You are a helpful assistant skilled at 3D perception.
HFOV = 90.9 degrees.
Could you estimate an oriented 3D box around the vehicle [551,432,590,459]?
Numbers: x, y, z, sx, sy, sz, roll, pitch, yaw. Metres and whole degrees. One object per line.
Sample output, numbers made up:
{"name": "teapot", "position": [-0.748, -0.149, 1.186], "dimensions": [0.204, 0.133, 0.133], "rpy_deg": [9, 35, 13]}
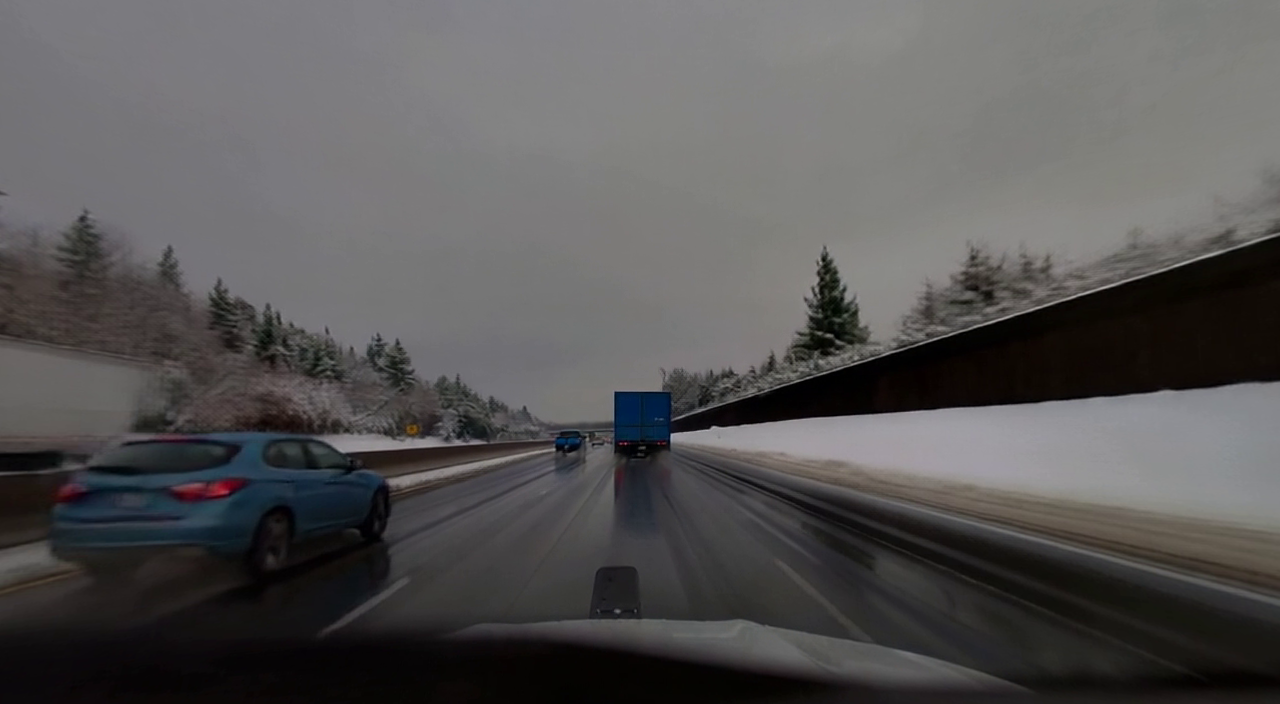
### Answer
{"name": "vehicle", "position": [-4.373, 5.954, 40.258], "dimensions": [2.058, 1.645, 4.130], "rpy_deg": [0, -8, 0]}

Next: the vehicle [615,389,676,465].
{"name": "vehicle", "position": [0.133, 4.263, 35.314], "dimensions": [2.927, 3.649, 9.443], "rpy_deg": [0, -8, -2]}

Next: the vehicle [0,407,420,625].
{"name": "vehicle", "position": [-4.129, 1.465, 6.764], "dimensions": [1.948, 1.526, 4.525], "rpy_deg": [0, -8, -1]}
